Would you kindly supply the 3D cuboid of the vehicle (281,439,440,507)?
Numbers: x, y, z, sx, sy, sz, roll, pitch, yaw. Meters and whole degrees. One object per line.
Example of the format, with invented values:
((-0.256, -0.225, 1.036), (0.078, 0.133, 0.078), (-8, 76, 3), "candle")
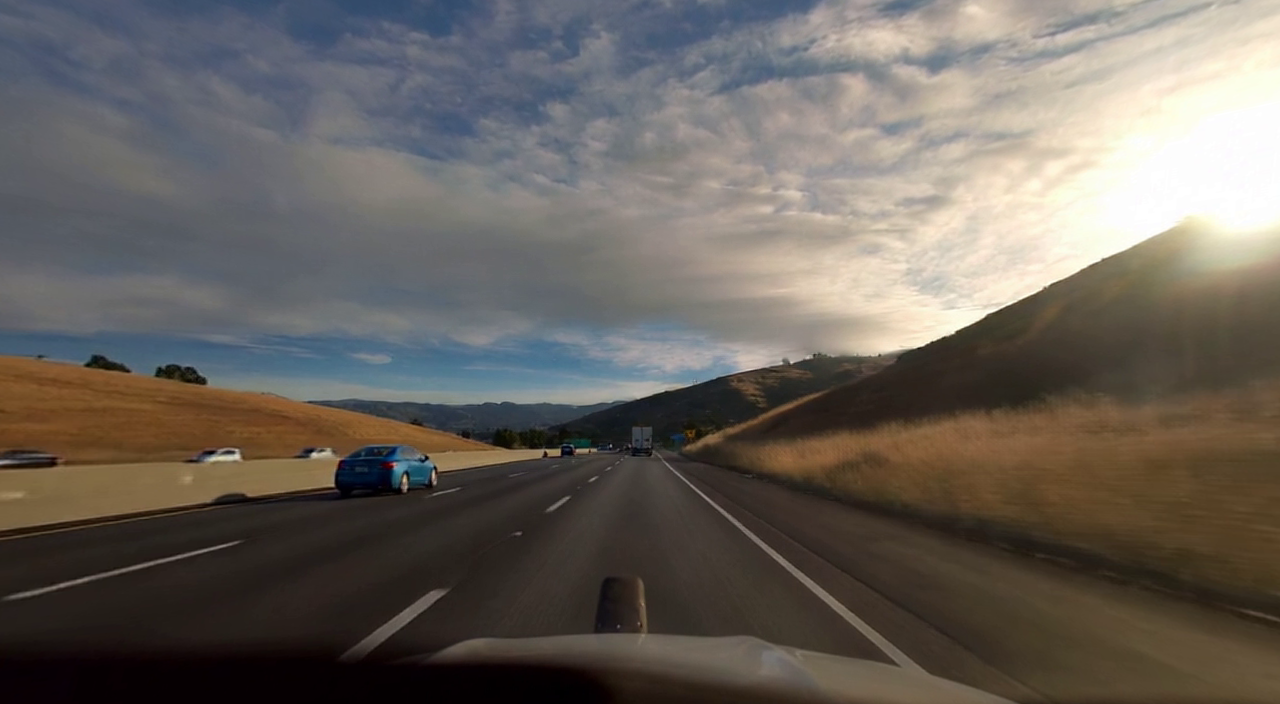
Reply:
((-7.140, 3.126, 16.777), (2.096, 1.541, 4.610), (0, -8, 0), "vehicle")
